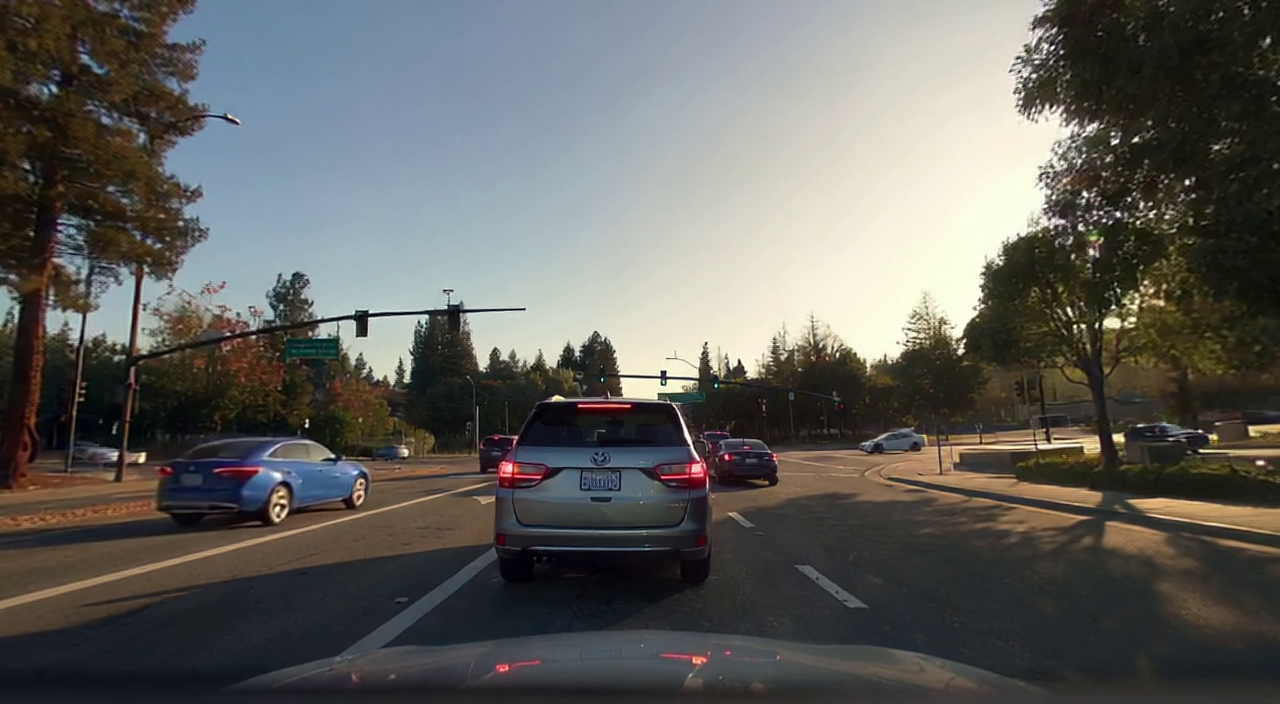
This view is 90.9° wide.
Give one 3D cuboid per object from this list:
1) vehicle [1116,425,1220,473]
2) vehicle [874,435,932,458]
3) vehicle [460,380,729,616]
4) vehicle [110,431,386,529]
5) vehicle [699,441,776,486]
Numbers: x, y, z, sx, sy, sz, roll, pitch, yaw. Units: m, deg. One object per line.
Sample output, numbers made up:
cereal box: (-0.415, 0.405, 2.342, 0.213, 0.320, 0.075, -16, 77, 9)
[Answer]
vehicle: (19.243, 3.512, 22.929, 4.215, 1.578, 1.892, 7, -11, -37)
vehicle: (20.003, 7.201, 47.919, 4.361, 1.653, 2.034, 6, -10, -35)
vehicle: (-0.345, 1.440, 7.096, 2.064, 1.817, 4.298, 0, -8, 0)
vehicle: (-6.975, 2.320, 12.103, 2.060, 1.473, 4.950, 0, -8, 1)
vehicle: (3.337, 3.898, 22.383, 2.104, 1.441, 4.240, 0, -8, 1)
